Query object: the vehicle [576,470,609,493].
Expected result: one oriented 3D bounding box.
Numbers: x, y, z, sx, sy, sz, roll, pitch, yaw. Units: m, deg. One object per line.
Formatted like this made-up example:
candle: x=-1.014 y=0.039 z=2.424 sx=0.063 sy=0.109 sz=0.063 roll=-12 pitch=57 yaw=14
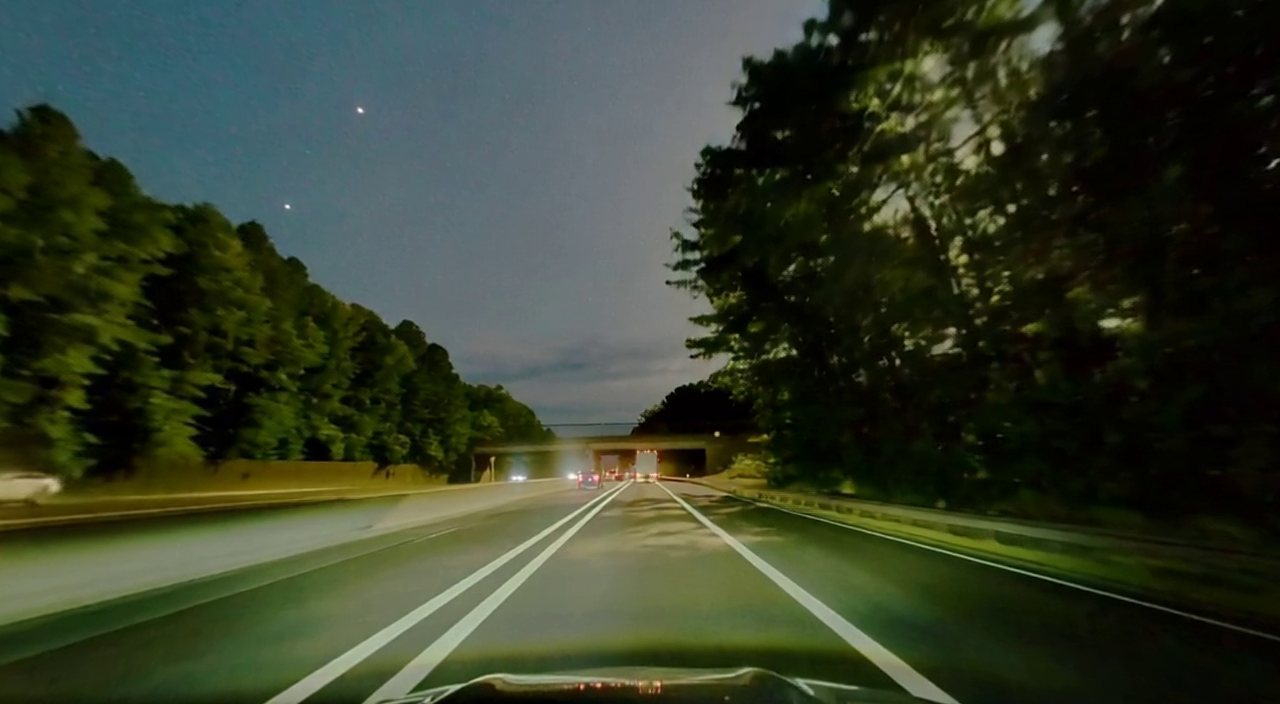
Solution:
vehicle: x=-3.385 y=9.266 z=45.271 sx=1.976 sy=1.514 sz=3.917 roll=1 pitch=-10 yaw=1
